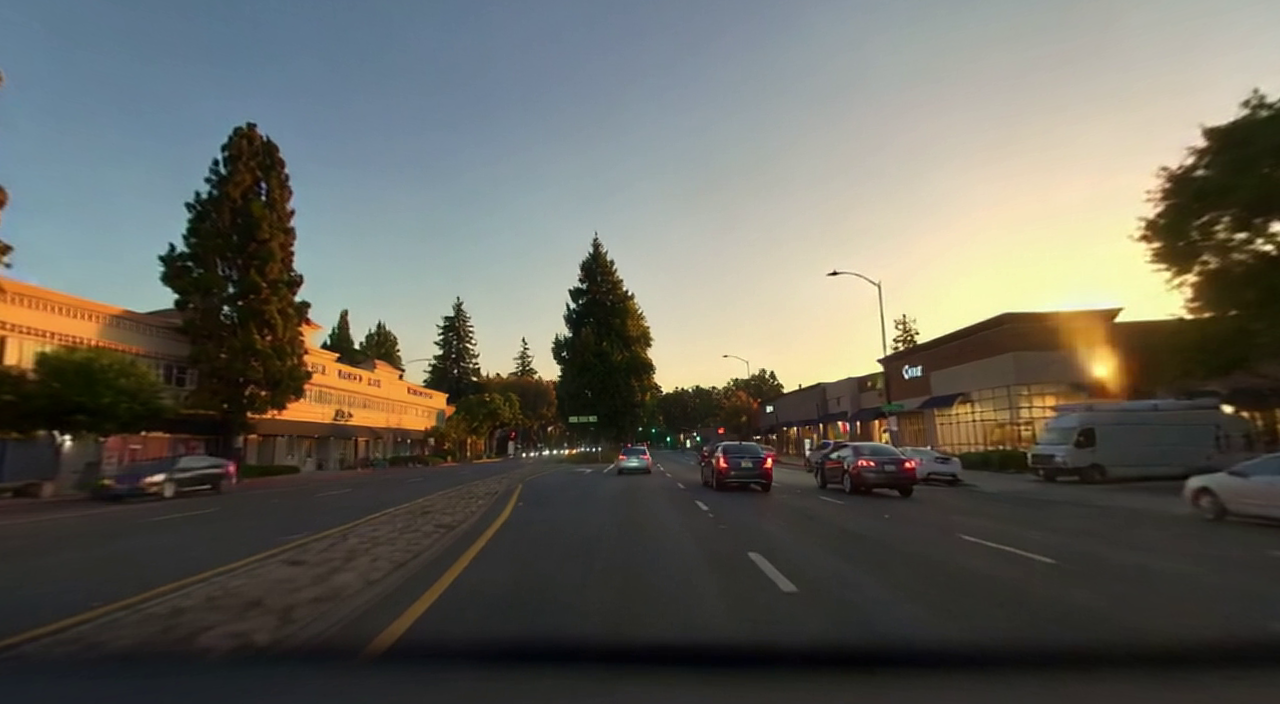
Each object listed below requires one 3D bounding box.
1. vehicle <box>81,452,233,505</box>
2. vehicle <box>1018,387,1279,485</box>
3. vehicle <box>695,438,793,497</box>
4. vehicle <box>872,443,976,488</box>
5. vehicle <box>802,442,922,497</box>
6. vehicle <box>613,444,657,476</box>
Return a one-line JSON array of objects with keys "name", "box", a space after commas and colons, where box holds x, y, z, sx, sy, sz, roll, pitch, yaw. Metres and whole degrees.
[{"name": "vehicle", "box": [-15.375, 4.008, 20.391, 1.878, 1.481, 3.663, -1, -8, 3]}, {"name": "vehicle", "box": [17.546, 2.892, 21.739, 7.127, 3.093, 2.760, 0, -8, 0]}, {"name": "vehicle", "box": [2.949, 3.391, 19.022, 2.072, 1.545, 4.578, 0, -8, -1]}, {"name": "vehicle", "box": [10.595, 4.237, 23.905, 2.000, 1.514, 3.811, 0, -8, -3]}, {"name": "vehicle", "box": [6.554, 3.495, 19.274, 1.952, 1.449, 4.544, 0, -8, -1]}, {"name": "vehicle", "box": [-0.258, 5.350, 31.609, 2.052, 1.461, 4.324, 0, -8, -1]}]
